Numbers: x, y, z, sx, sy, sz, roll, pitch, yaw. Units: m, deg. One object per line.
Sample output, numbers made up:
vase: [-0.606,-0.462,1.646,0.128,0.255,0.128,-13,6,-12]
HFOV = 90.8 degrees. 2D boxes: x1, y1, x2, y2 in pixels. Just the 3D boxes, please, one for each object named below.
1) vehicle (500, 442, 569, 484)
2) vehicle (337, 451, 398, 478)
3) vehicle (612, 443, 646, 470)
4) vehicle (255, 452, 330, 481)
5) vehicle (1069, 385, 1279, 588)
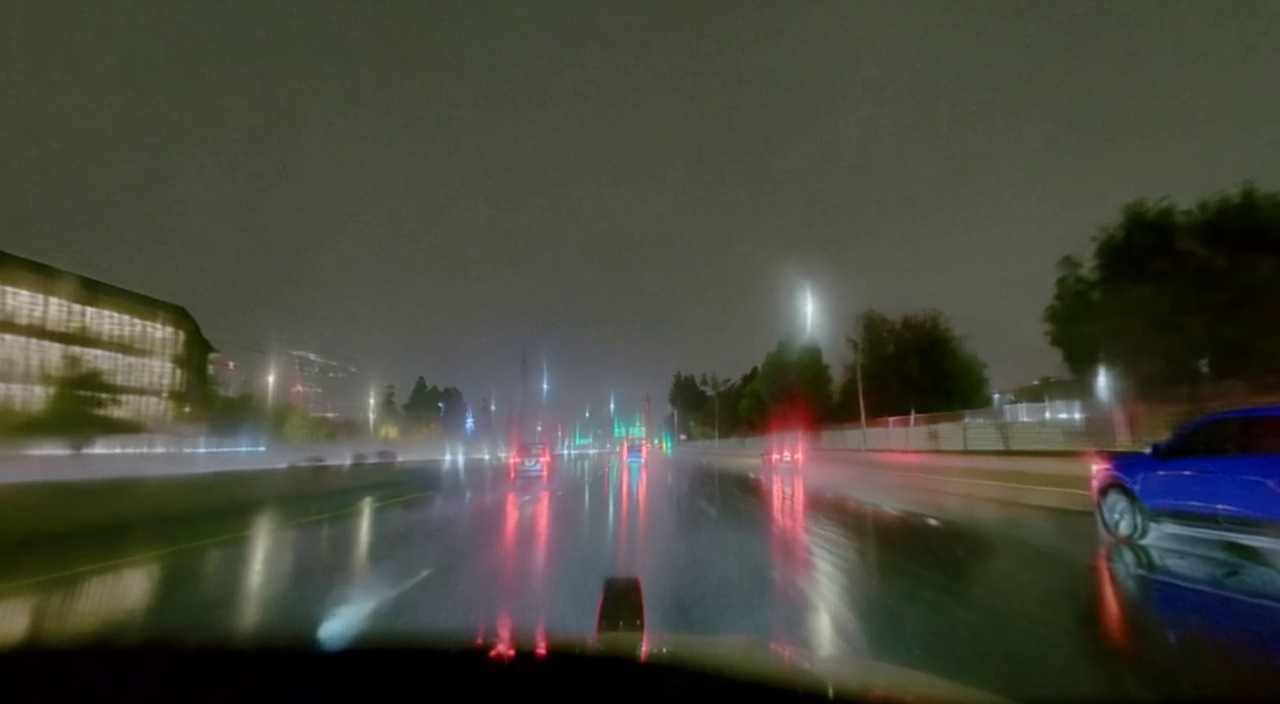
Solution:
vehicle: [-3.995,4.275,24.740,1.886,1.465,4.625,0,-8,0]
vehicle: [-17.579,7.267,41.049,1.967,1.575,4.370,0,-9,1]
vehicle: [-0.675,6.330,38.486,1.997,1.485,4.094,0,-8,-1]
vehicle: [-20.937,6.868,38.290,1.938,1.570,4.508,0,-9,0]
vehicle: [6.748,1.247,5.949,2.028,1.801,4.741,0,-9,0]
